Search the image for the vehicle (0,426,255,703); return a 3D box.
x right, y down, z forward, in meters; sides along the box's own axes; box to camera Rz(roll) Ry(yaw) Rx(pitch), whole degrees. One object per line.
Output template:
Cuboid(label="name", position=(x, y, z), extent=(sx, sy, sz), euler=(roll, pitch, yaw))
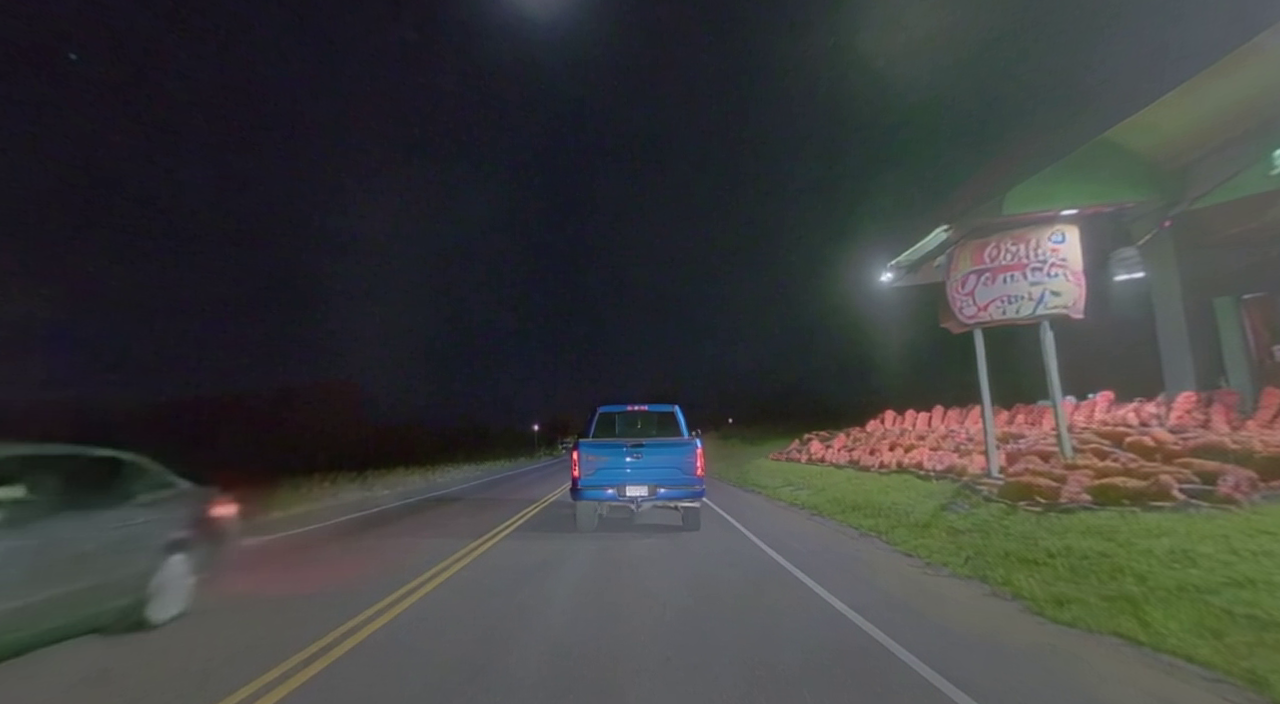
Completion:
Cuboid(label="vehicle", position=(-4.350, 1.115, 3.164), extent=(2.121, 1.473, 4.390), euler=(0, -8, -1))

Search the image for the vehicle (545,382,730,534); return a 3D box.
Cuboid(label="vehicle", position=(-0.111, 1.985, 12.307), extent=(2.693, 2.223, 5.885), euler=(0, -8, -2))
